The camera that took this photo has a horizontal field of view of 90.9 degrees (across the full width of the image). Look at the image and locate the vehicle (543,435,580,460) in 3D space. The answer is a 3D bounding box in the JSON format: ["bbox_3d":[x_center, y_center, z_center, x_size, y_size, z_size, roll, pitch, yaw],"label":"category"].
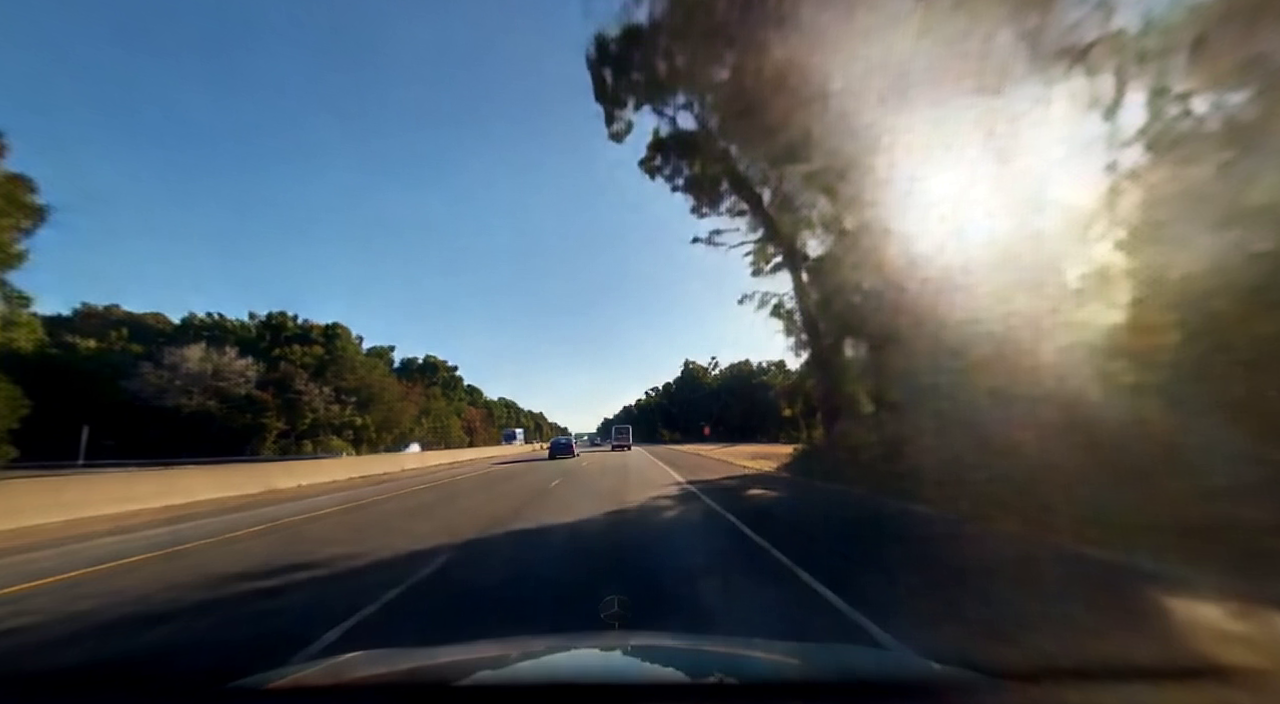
[{"bbox_3d":[-4.906,5.993,39.748,1.907,1.445,4.049,0,-8,-2],"label":"vehicle"}]

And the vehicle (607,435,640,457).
[{"bbox_3d":[-1.107,6.478,43.645,2.162,1.460,4.242,0,-8,-1],"label":"vehicle"}]

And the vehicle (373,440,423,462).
[{"bbox_3d":[-17.086,6.970,44.668,1.897,1.479,4.203,0,-8,-1],"label":"vehicle"}]
